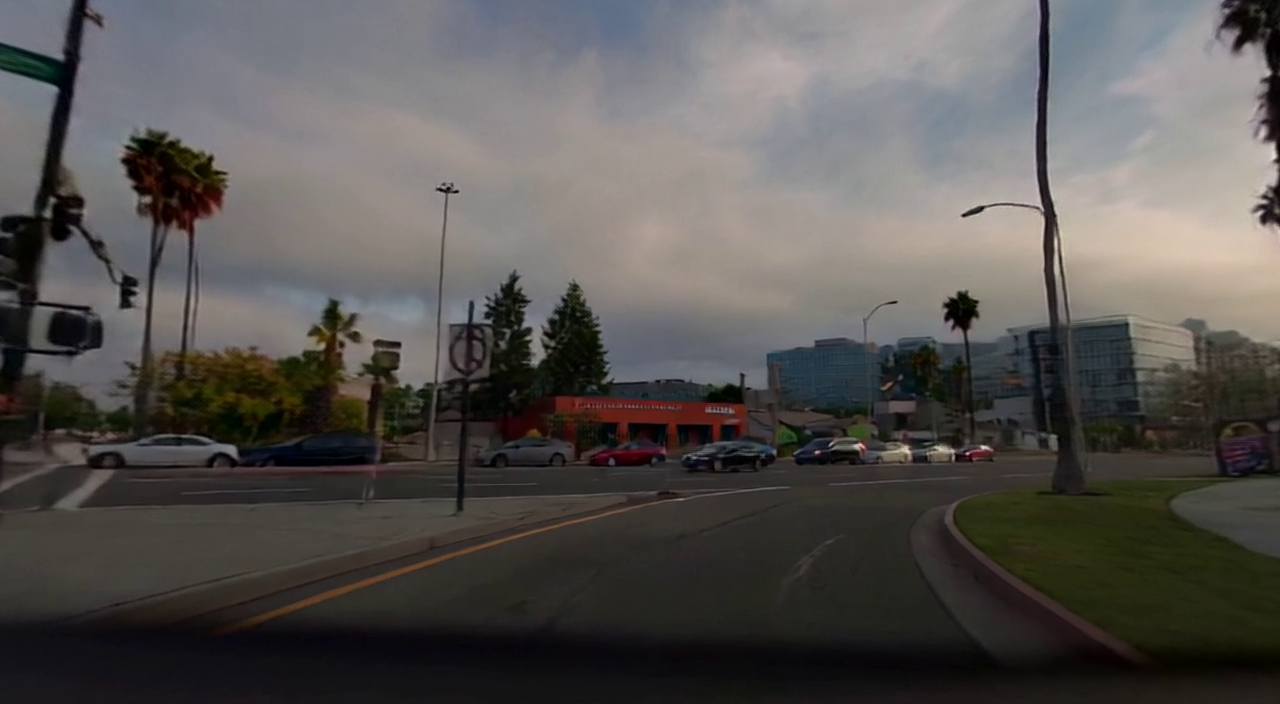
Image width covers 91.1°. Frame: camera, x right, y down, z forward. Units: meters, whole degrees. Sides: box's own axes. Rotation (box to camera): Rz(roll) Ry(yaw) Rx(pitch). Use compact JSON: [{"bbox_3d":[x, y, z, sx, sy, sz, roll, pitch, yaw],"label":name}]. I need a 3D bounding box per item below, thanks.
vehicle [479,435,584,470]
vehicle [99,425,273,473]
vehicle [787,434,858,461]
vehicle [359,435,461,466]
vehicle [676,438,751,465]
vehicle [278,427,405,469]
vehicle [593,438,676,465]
[{"bbox_3d":[-5.678,5.258,33.083,5.112,1.593,1.865,4,-11,-36],"label":"vehicle"},{"bbox_3d":[-15.781,3.444,22.079,4.648,1.501,1.862,8,-12,-36],"label":"vehicle"},{"bbox_3d":[14.048,7.338,48.148,5.617,1.904,2.184,6,-13,-36],"label":"vehicle"},{"bbox_3d":[-14.481,6.214,39.709,5.616,1.839,2.071,6,-11,-37],"label":"vehicle"},{"bbox_3d":[4.396,5.892,37.289,4.356,1.543,1.844,6,-11,-37],"label":"vehicle"},{"bbox_3d":[-13.105,4.216,27.684,4.713,1.664,1.909,5,-11,-37],"label":"vehicle"},{"bbox_3d":[-0.252,5.929,37.406,4.774,1.493,1.854,7,-10,-37],"label":"vehicle"}]
